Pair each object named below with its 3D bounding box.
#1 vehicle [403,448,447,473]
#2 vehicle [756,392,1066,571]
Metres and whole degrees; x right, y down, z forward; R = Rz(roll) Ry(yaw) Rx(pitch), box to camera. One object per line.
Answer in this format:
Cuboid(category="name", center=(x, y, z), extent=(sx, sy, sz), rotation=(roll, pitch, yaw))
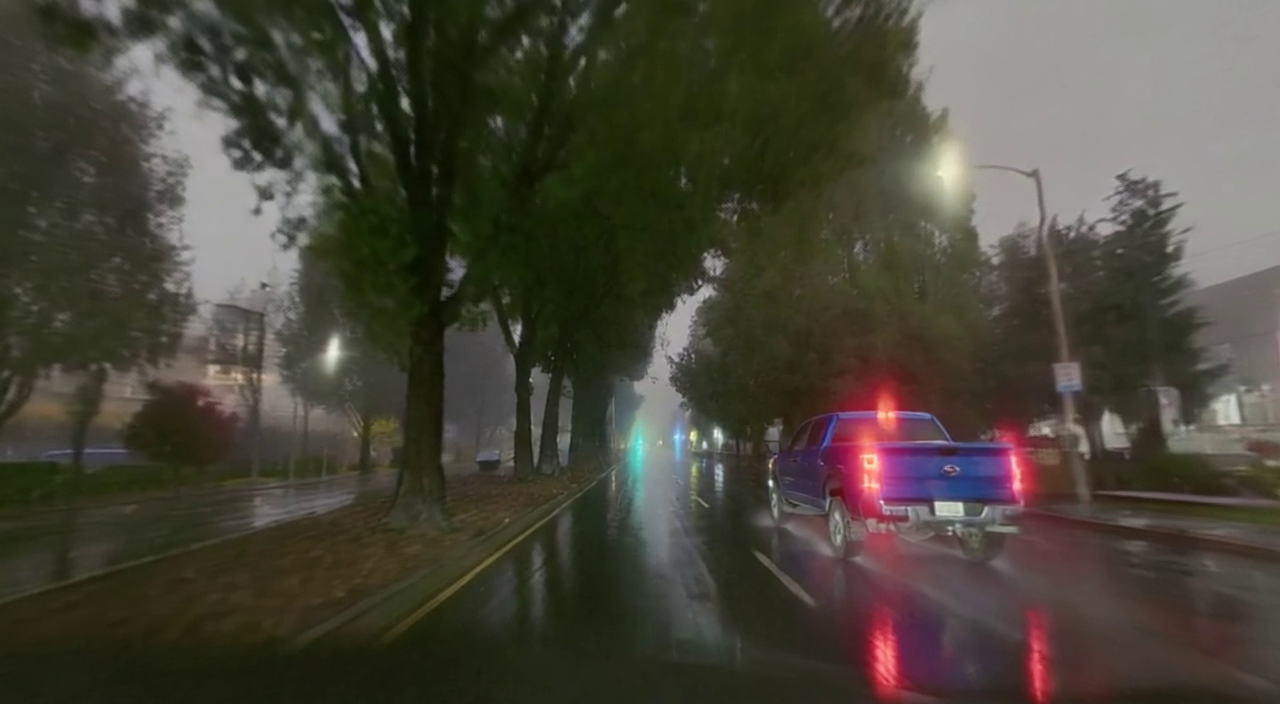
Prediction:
Cuboid(category="vehicle", center=(-16.115, 8.110, 47.385), extent=(1.913, 1.734, 4.357), rotation=(0, -8, -2))
Cuboid(category="vehicle", center=(3.300, 1.732, 9.239), extent=(2.085, 1.828, 5.383), rotation=(0, -8, -1))
